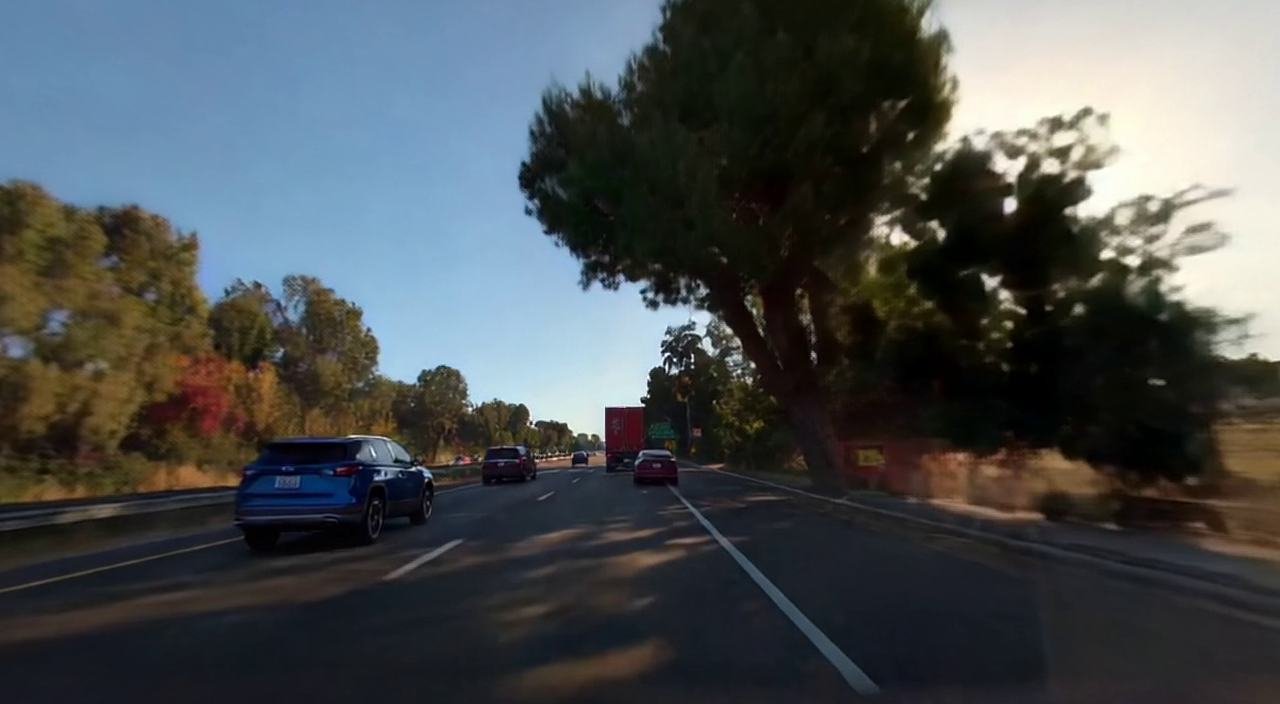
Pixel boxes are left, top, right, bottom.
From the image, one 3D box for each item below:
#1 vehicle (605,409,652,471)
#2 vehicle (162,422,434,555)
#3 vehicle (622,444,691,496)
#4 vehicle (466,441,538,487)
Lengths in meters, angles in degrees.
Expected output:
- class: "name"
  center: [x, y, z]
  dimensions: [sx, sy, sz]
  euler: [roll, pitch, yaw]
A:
- class: "vehicle"
  center: [-0.974, 6.628, 46.686]
  dimensions: [3.113, 4.066, 10.786]
  euler: [0, -9, -2]
- class: "vehicle"
  center: [-5.065, 2.072, 10.139]
  dimensions: [2.100, 1.671, 4.105]
  euler: [0, -9, -1]
- class: "vehicle"
  center: [0.445, 3.809, 20.561]
  dimensions: [2.026, 1.489, 4.045]
  euler: [0, -9, -1]
- class: "vehicle"
  center: [-5.415, 4.441, 25.121]
  dimensions: [2.035, 1.664, 4.064]
  euler: [0, -9, -1]
